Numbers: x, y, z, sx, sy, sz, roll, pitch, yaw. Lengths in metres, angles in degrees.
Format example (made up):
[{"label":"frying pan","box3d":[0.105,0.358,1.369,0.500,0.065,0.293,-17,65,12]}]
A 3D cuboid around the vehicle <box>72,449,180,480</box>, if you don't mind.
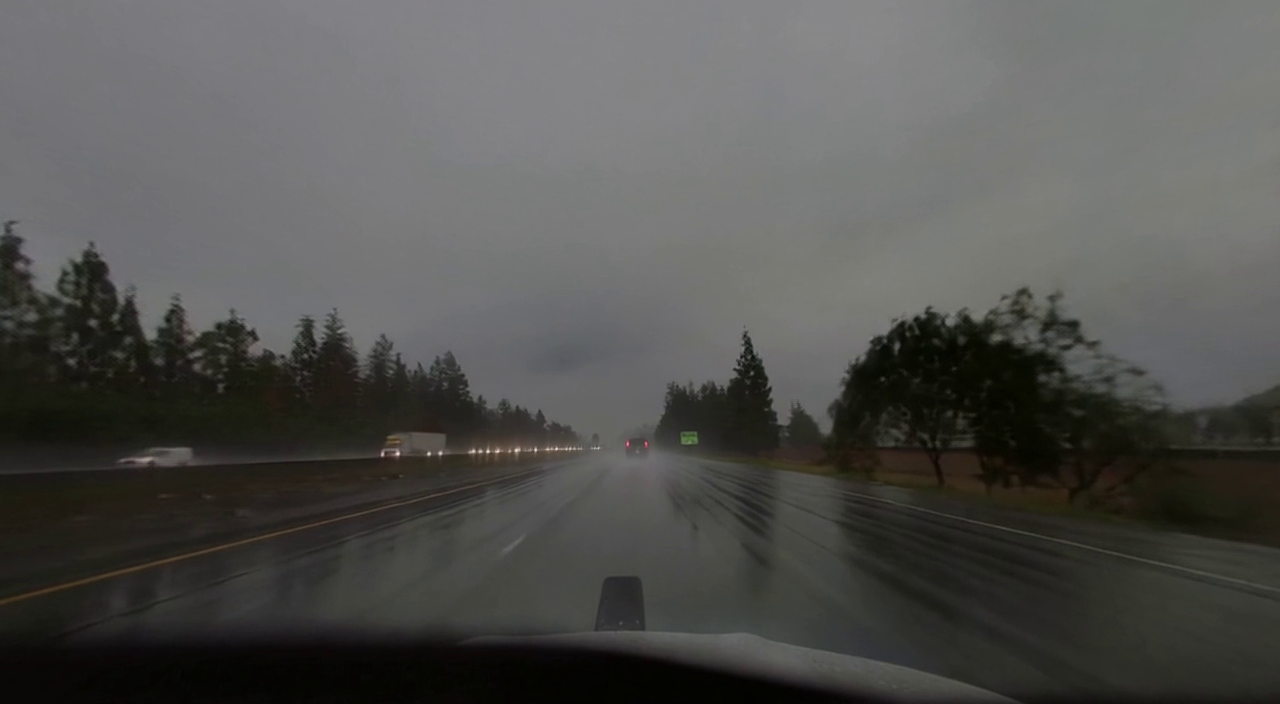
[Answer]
[{"label":"vehicle","box3d":[-36.498,7.984,45.188,2.205,2.001,6.465,0,-9,0]}]
